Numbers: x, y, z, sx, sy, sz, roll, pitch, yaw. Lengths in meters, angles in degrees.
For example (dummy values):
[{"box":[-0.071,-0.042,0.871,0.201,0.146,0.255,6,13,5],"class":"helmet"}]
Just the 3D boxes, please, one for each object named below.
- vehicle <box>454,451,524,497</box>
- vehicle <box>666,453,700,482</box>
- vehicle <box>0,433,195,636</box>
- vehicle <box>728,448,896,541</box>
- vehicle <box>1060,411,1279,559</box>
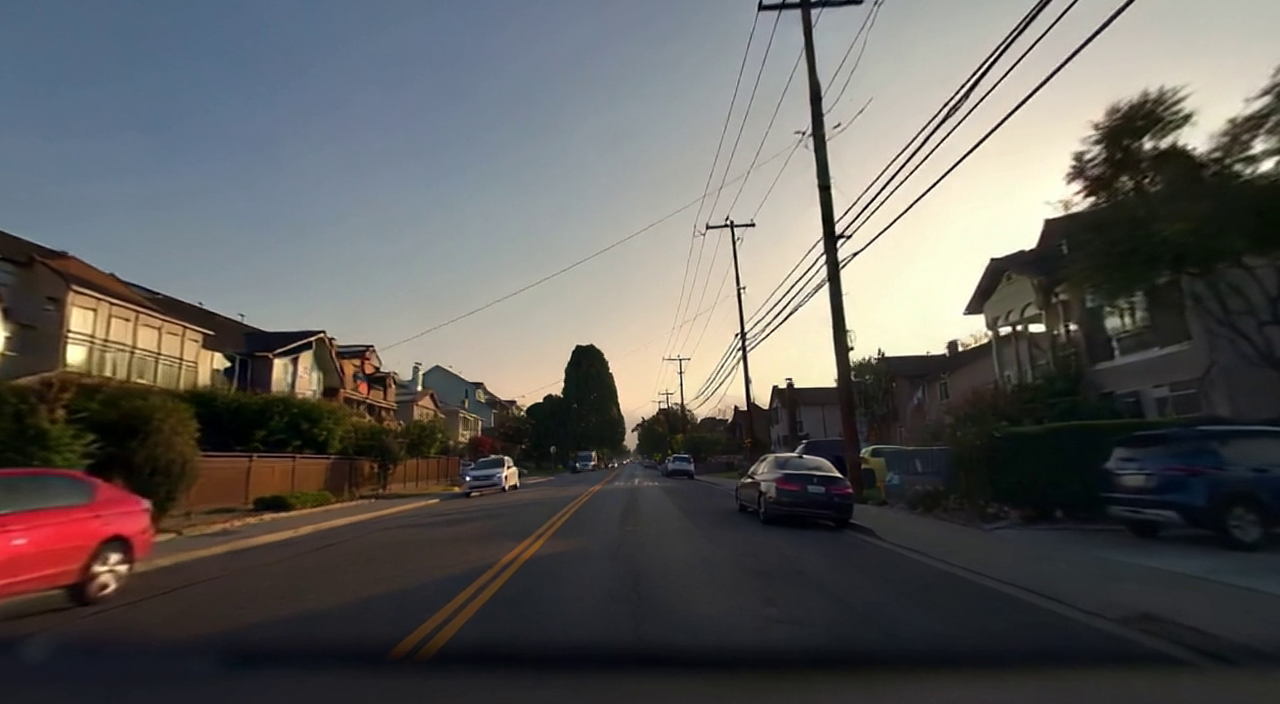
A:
[{"box":[-6.536,5.346,27.884,2.056,1.741,4.532,-2,-10,-1],"class":"vehicle"},{"box":[2.842,7.664,42.138,1.945,1.792,3.903,0,-8,-1],"class":"vehicle"},{"box":[-6.206,1.477,4.896,1.971,1.631,4.944,-2,-10,-1],"class":"vehicle"},{"box":[3.213,2.735,12.873,2.076,1.513,4.305,0,-8,-2],"class":"vehicle"},{"box":[8.180,1.663,8.281,3.866,1.664,2.015,0,-8,0],"class":"vehicle"}]
